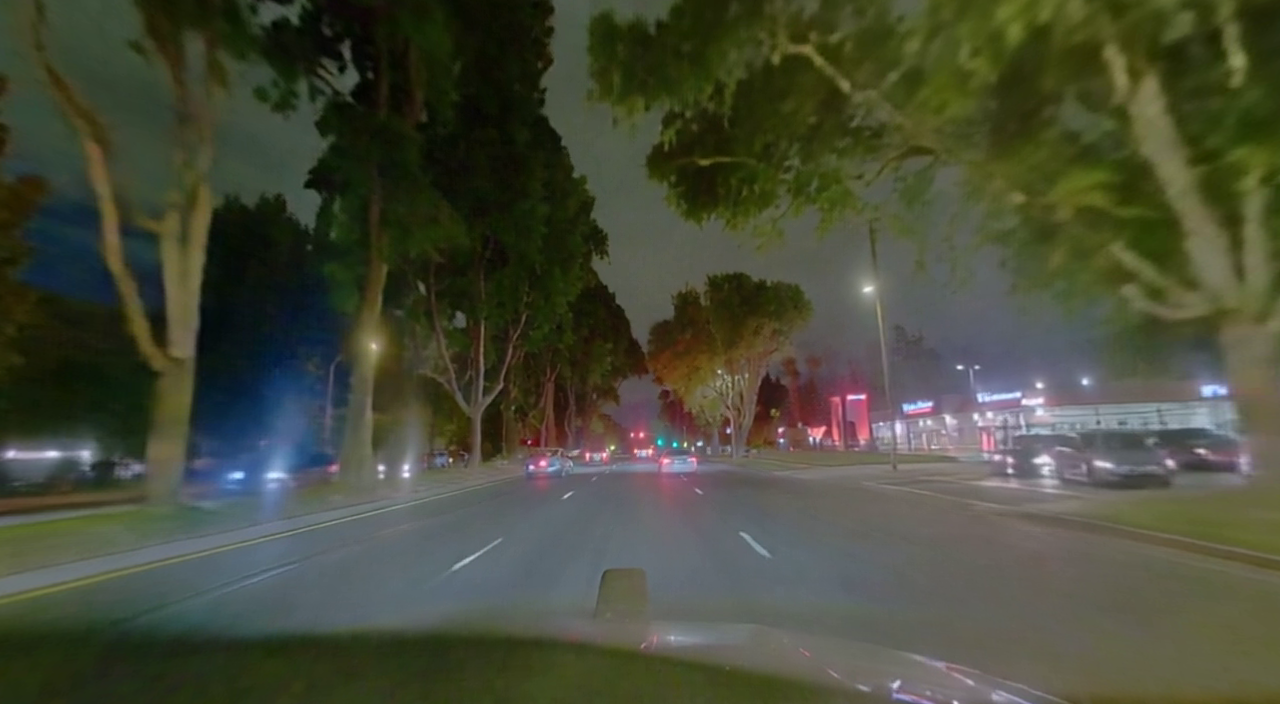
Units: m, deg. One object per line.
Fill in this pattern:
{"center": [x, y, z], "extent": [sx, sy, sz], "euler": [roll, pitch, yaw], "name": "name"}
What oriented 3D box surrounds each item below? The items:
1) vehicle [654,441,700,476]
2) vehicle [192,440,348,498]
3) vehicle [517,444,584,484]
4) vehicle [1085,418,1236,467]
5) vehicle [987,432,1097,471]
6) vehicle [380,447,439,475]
{"center": [1.747, 5.158, 30.749], "extent": [1.922, 1.579, 3.642], "euler": [0, -9, -2], "name": "vehicle"}
{"center": [-12.569, 3.975, 21.970], "extent": [2.047, 1.729, 5.470], "euler": [0, -9, 1], "name": "vehicle"}
{"center": [-3.478, 4.450, 25.414], "extent": [1.908, 1.481, 4.536], "euler": [0, -9, 2], "name": "vehicle"}
{"center": [20.861, 3.684, 25.614], "extent": [1.982, 1.794, 4.853], "euler": [0, -9, 1], "name": "vehicle"}
{"center": [15.830, 3.932, 25.083], "extent": [1.823, 1.413, 3.884], "euler": [0, -8, 1], "name": "vehicle"}
{"center": [-15.542, 7.339, 42.744], "extent": [2.060, 1.777, 4.860], "euler": [0, -9, 1], "name": "vehicle"}
